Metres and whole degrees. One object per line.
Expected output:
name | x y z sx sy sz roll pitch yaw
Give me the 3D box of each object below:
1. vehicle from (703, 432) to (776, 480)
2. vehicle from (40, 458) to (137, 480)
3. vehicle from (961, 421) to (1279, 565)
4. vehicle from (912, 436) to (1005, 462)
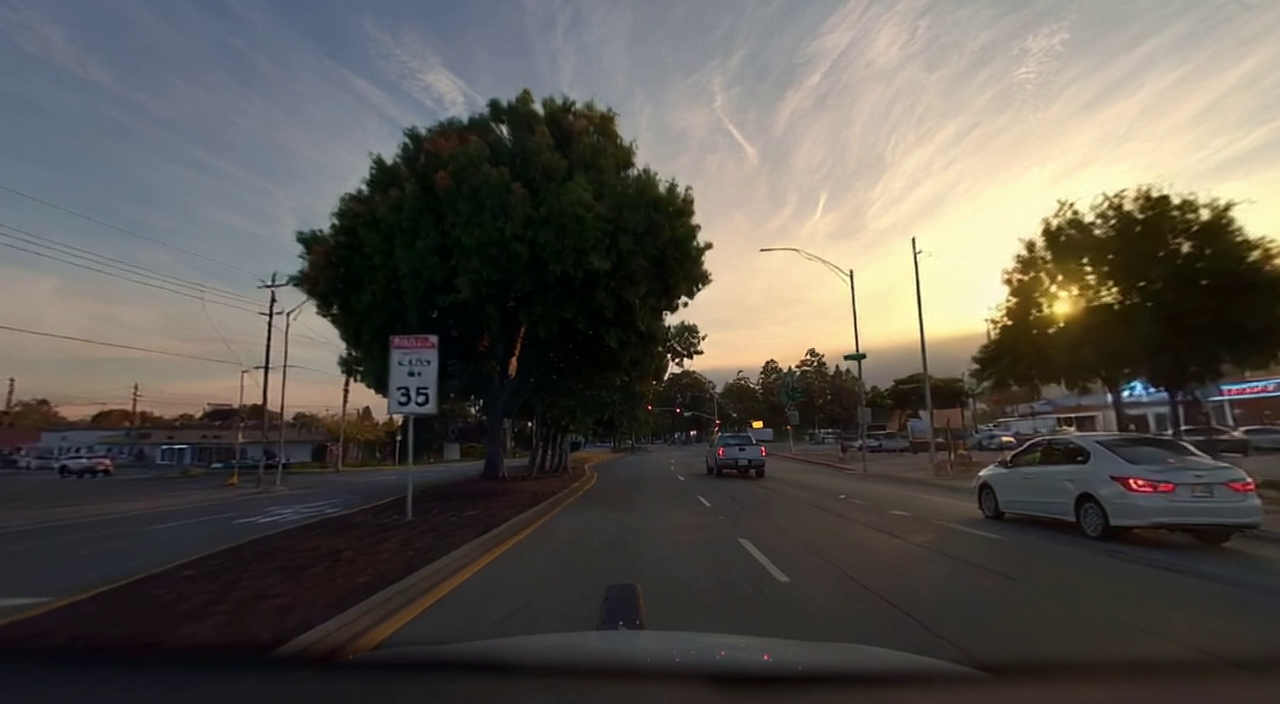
vehicle | 3.920 4.208 25.838 2.214 1.749 4.998 0 -8 1
vehicle | -40.306 8.531 46.283 1.803 1.468 5.050 -7 -11 39
vehicle | 6.612 1.786 8.776 1.986 1.480 4.296 0 -8 -1
vehicle | 18.346 5.620 36.517 4.337 1.447 1.933 0 -8 0
